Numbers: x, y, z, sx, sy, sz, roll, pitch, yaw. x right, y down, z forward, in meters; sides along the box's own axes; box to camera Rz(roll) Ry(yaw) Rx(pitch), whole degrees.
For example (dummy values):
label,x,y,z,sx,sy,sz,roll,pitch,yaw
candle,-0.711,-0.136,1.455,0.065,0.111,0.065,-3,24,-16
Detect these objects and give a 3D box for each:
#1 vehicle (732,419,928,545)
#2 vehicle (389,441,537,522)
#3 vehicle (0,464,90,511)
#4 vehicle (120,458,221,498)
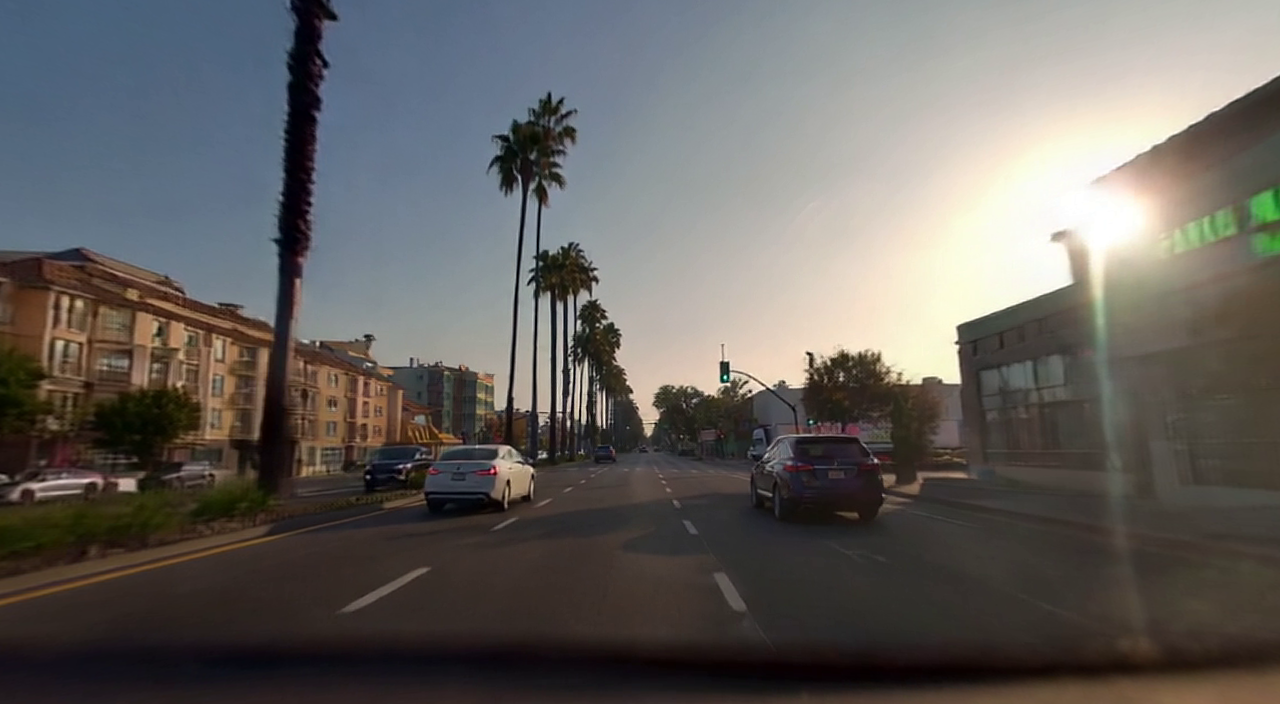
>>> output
label,x,y,z,sx,sy,sz,roll,pitch,yaw
vehicle,2.934,2.121,10.893,1.982,1.711,4.276,0,-9,-1
vehicle,-3.650,2.743,13.900,2.034,1.498,3.995,0,-9,1
vehicle,-22.868,4.914,22.893,1.926,1.483,4.349,-2,-9,1
vehicle,-22.964,6.133,31.106,1.868,1.602,4.102,-3,-8,-1
